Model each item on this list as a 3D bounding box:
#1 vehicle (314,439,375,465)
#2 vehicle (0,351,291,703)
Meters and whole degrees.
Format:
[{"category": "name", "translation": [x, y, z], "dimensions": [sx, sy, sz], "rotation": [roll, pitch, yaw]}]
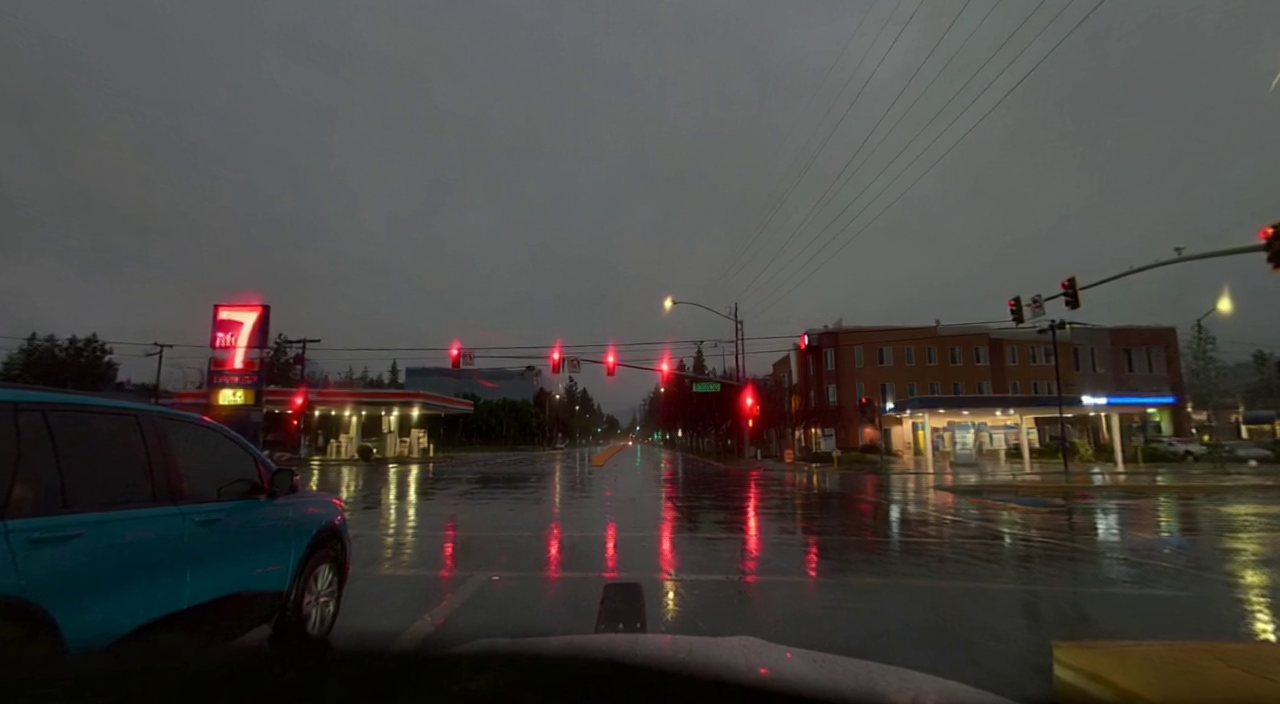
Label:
[{"category": "vehicle", "translation": [-20.487, 6.922, 43.832], "dimensions": [2.004, 1.699, 4.486], "rotation": [0, -9, 0]}, {"category": "vehicle", "translation": [-3.441, 0.802, 2.037], "dimensions": [2.053, 1.690, 4.364], "rotation": [0, -9, 1]}]
